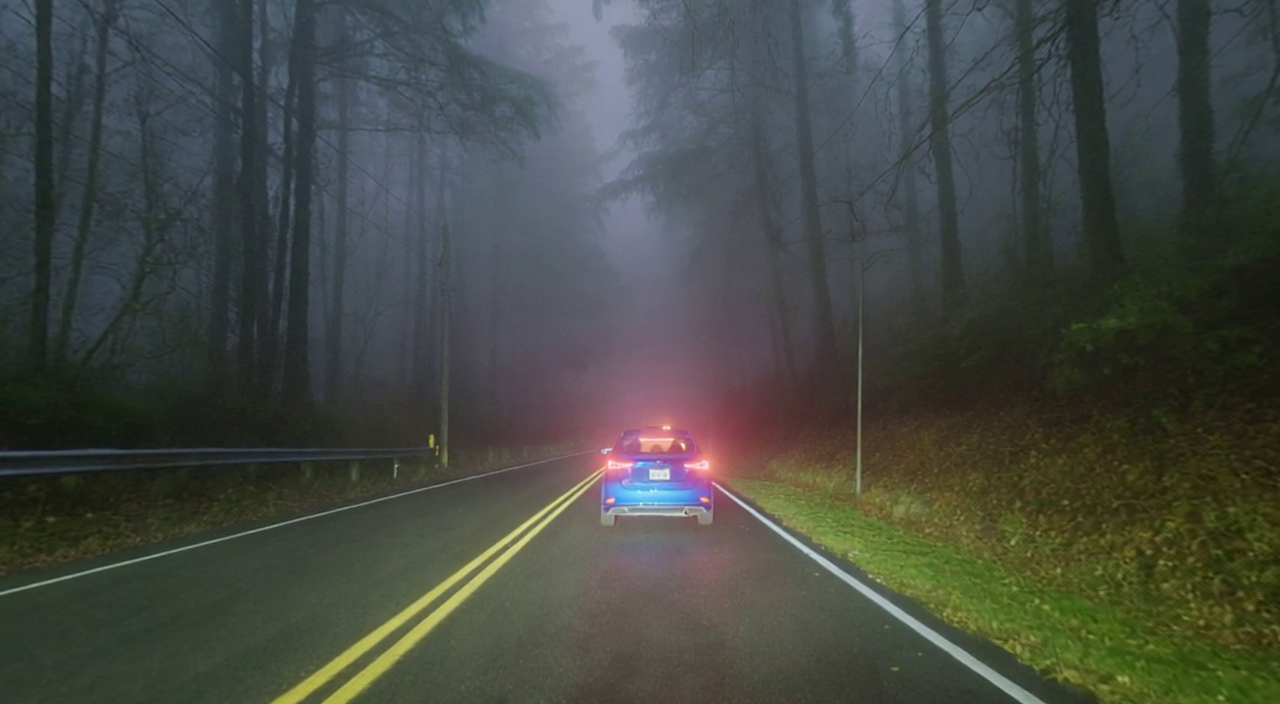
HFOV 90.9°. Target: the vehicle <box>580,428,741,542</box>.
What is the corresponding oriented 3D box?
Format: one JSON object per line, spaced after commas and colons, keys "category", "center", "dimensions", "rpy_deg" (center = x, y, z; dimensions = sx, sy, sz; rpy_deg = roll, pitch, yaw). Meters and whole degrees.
{"category": "vehicle", "center": [0.293, 2.082, 10.465], "dimensions": [2.187, 1.533, 3.726], "rpy_deg": [0, -8, 1]}
